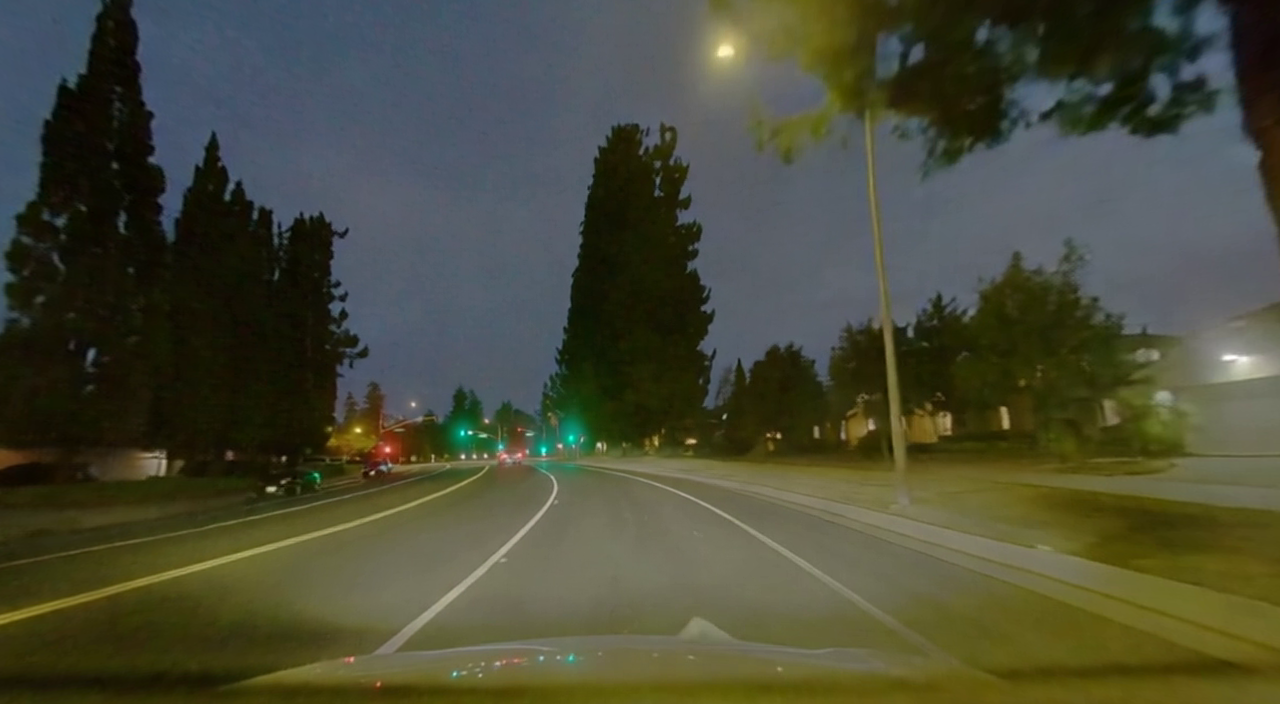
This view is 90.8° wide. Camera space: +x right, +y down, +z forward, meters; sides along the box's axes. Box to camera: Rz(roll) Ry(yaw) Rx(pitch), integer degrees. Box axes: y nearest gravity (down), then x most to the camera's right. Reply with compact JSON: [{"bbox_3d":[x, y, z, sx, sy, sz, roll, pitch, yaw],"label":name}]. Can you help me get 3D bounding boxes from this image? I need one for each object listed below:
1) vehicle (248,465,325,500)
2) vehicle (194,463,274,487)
[{"bbox_3d":[-17.375,6.411,31.314,1.911,1.436,4.554,1,-9,-10],"label":"vehicle"},{"bbox_3d":[-27.230,8.244,42.475,4.024,1.515,1.857,2,-9,-15],"label":"vehicle"}]
